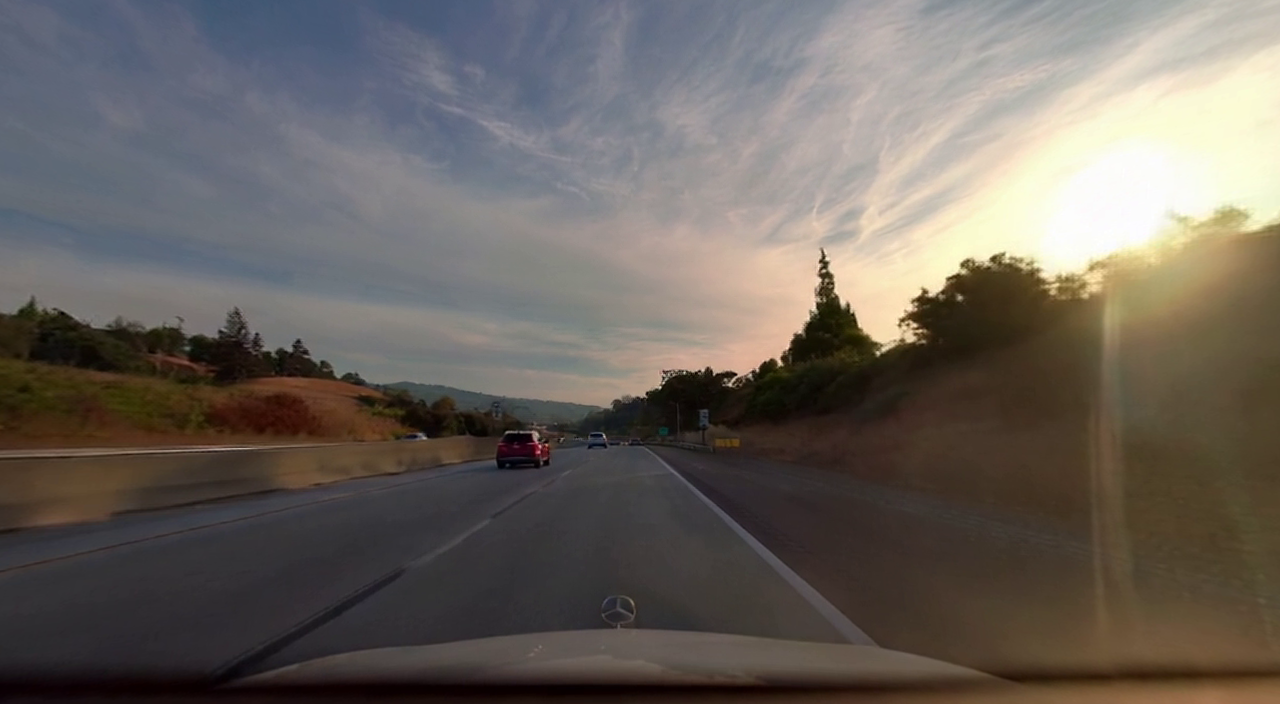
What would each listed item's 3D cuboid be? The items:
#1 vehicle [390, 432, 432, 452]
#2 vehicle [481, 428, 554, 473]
[{"bbox_3d":[-17.592,6.910,48.513,1.840,1.483,3.848,0,-8,-1],"label":"vehicle"},{"bbox_3d":[-4.799,3.910,25.343,2.070,1.647,4.577,0,-8,-1],"label":"vehicle"}]
